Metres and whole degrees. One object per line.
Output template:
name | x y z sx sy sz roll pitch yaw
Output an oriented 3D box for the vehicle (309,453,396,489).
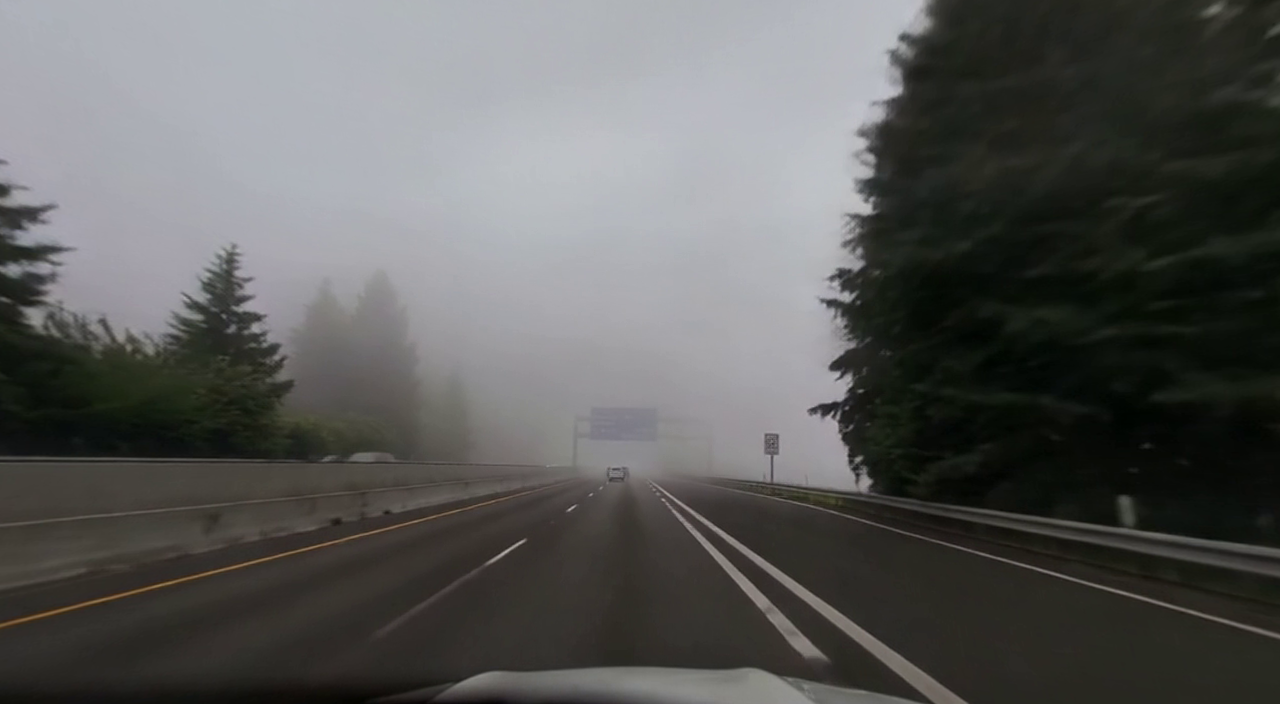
vehicle | -12.876 5.370 28.527 1.815 1.452 4.391 1 -11 0
